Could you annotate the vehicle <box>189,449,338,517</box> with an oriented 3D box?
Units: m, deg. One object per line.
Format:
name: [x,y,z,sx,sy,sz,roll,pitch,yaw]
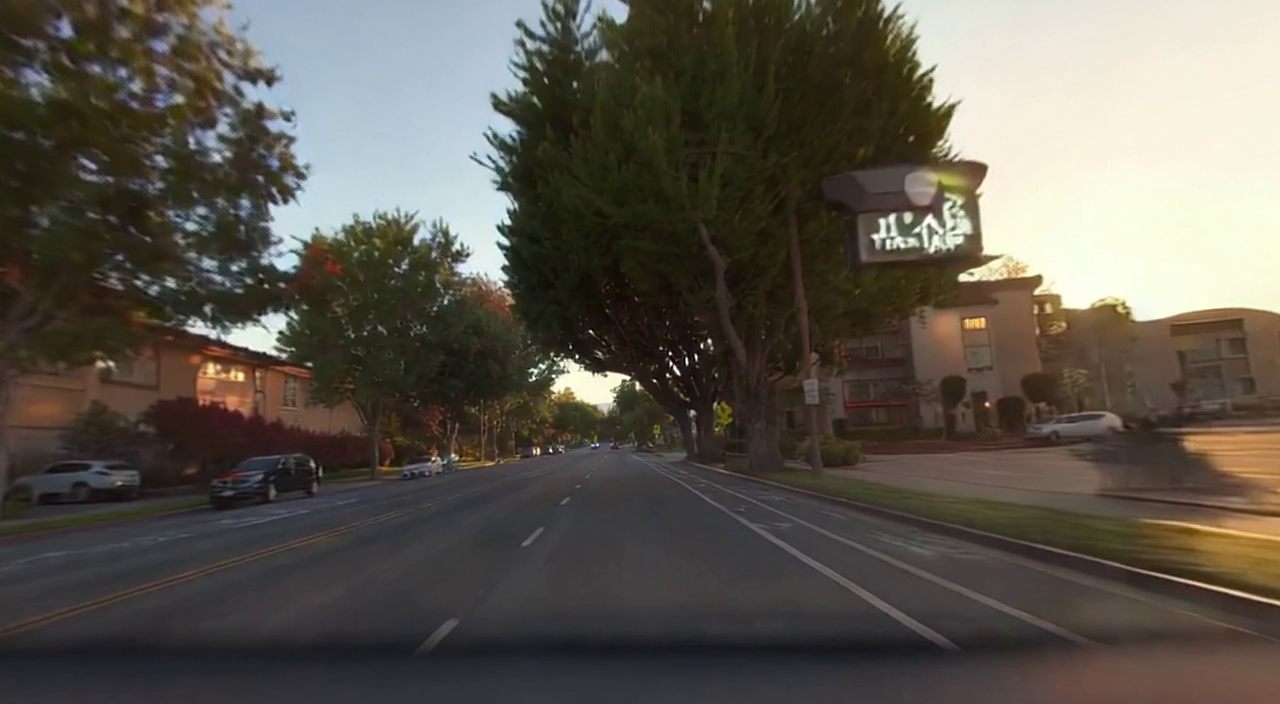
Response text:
vehicle: [-12.924,4.462,22.200,2.351,1.905,5.138,-4,-9,-3]

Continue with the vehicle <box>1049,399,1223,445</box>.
vehicle: [24.525,3.590,31.568,2.392,1.996,6.238,5,-10,-33]

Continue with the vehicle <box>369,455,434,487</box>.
vehicle: [-13.194,6.557,35.266,1.897,1.564,4.875,0,-8,-2]

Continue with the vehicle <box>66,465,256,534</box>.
vehicle: [-12.725,3.907,17.228,1.958,1.457,4.254,0,-9,-3]
